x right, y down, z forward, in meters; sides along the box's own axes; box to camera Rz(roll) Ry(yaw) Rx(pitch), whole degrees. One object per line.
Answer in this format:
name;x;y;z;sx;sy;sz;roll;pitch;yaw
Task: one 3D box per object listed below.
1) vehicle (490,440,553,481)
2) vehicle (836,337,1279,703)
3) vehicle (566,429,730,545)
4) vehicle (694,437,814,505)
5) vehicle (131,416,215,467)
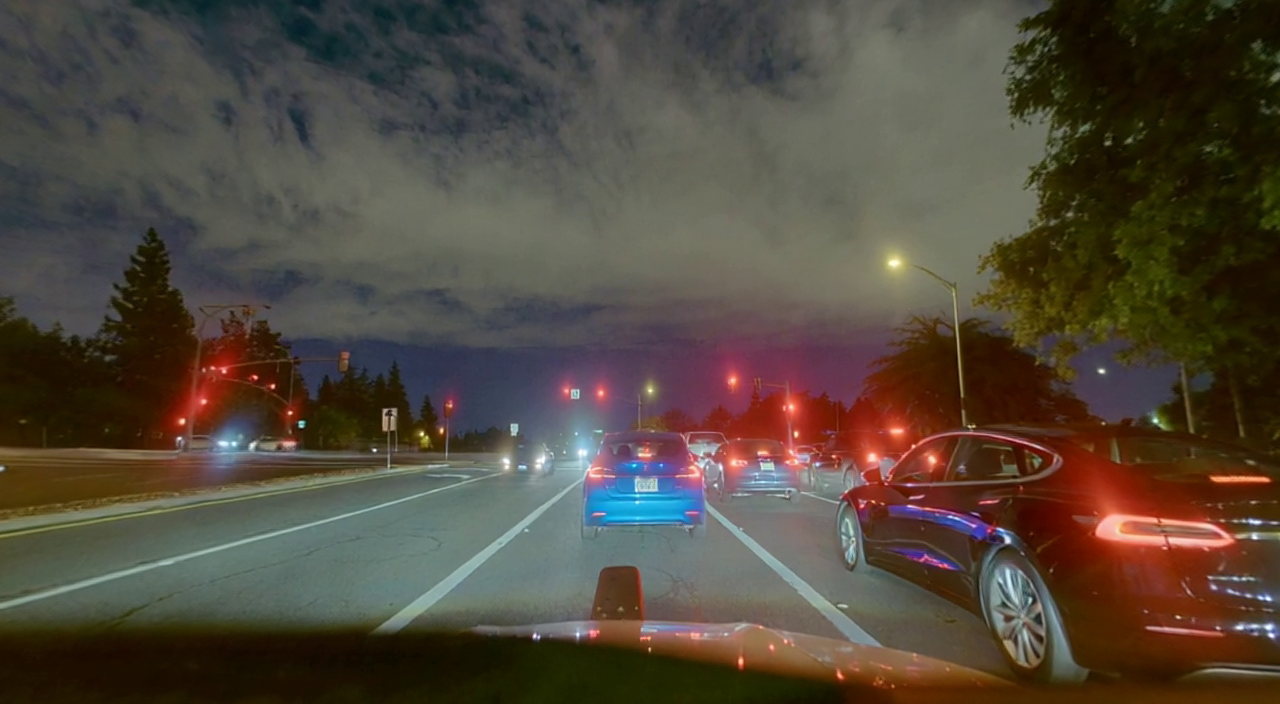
vehicle;-4.635;4.285;25.250;1.972;1.457;4.171;0;-8;-4
vehicle;3.185;1.104;4.304;2.167;1.676;4.443;0;-8;-1
vehicle;0.023;2.079;10.439;2.147;1.499;4.240;0;-8;-2
vehicle;2.696;2.930;16.028;2.058;1.466;4.208;0;-8;-3
vehicle;-29.267;5.613;39.699;2.608;2.990;3.026;2;-8;3
